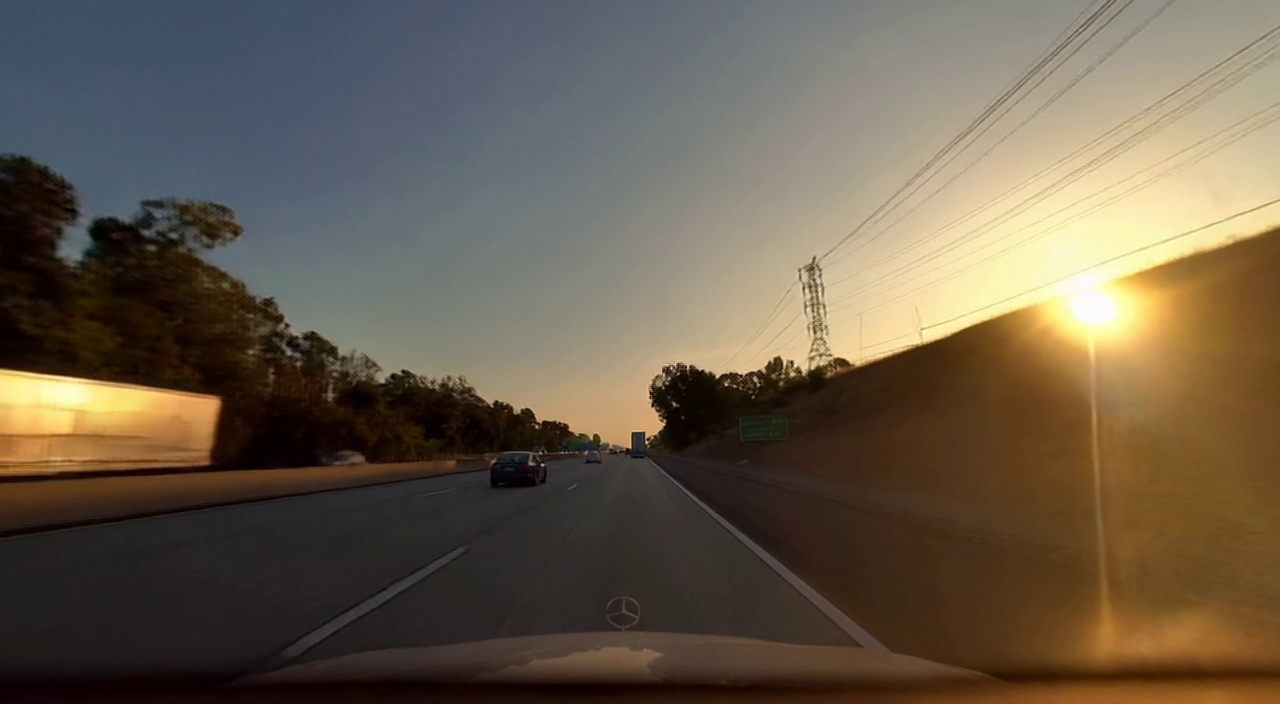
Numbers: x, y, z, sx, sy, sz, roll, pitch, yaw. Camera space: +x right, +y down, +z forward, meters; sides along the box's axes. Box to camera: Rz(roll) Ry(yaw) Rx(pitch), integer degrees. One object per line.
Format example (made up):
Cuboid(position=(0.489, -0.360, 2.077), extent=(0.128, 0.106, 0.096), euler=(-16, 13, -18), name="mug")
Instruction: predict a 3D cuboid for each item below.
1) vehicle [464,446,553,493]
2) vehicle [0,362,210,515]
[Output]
Cuboid(position=(-4.401, 4.025, 21.881), extent=(2.106, 1.445, 4.404), euler=(0, -9, 0), name="vehicle")
Cuboid(position=(-18.214, 2.462, 17.705), extent=(2.907, 3.949, 13.475), euler=(0, -9, -1), name="vehicle")
